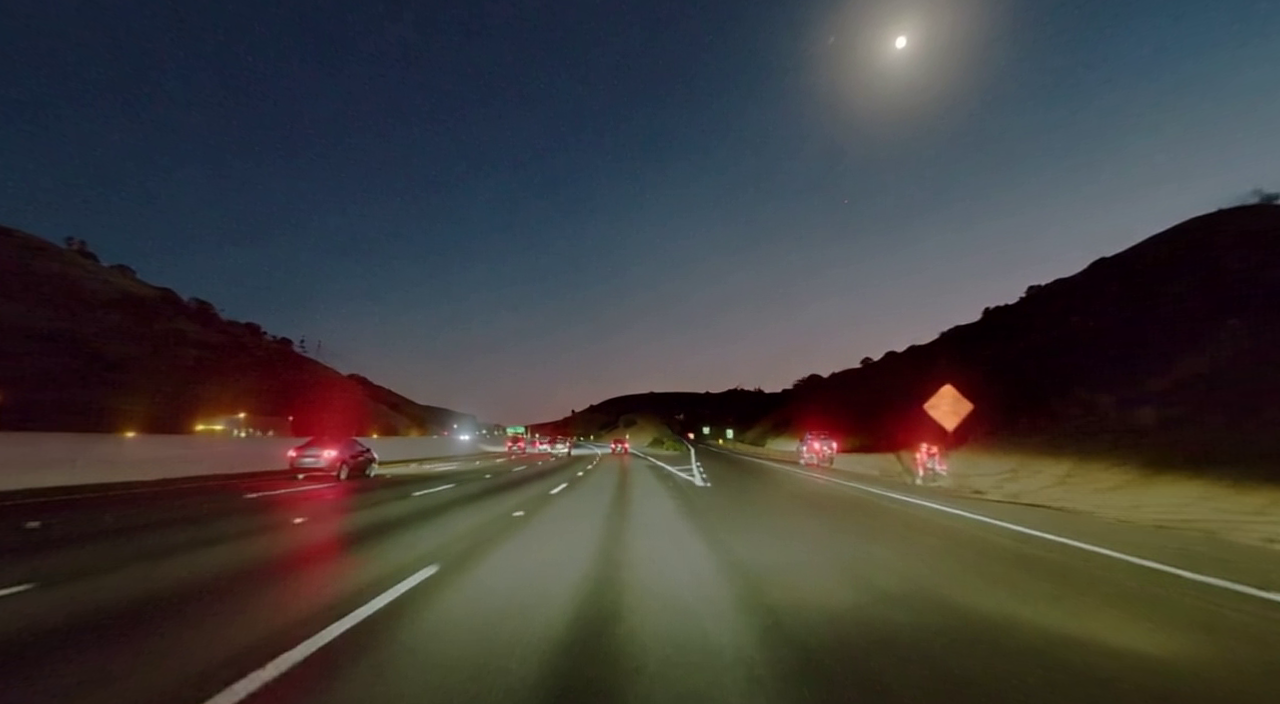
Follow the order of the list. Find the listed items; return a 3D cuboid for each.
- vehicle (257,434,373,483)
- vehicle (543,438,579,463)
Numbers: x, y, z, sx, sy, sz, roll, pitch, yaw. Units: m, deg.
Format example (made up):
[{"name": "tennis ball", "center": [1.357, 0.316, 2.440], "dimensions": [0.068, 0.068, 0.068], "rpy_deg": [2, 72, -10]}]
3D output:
[{"name": "vehicle", "center": [-12.017, 3.955, 23.669], "dimensions": [2.047, 1.645, 4.451], "rpy_deg": [0, -8, -1]}, {"name": "vehicle", "center": [-5.295, 6.666, 42.686], "dimensions": [2.060, 1.631, 4.214], "rpy_deg": [0, -8, -2]}]
